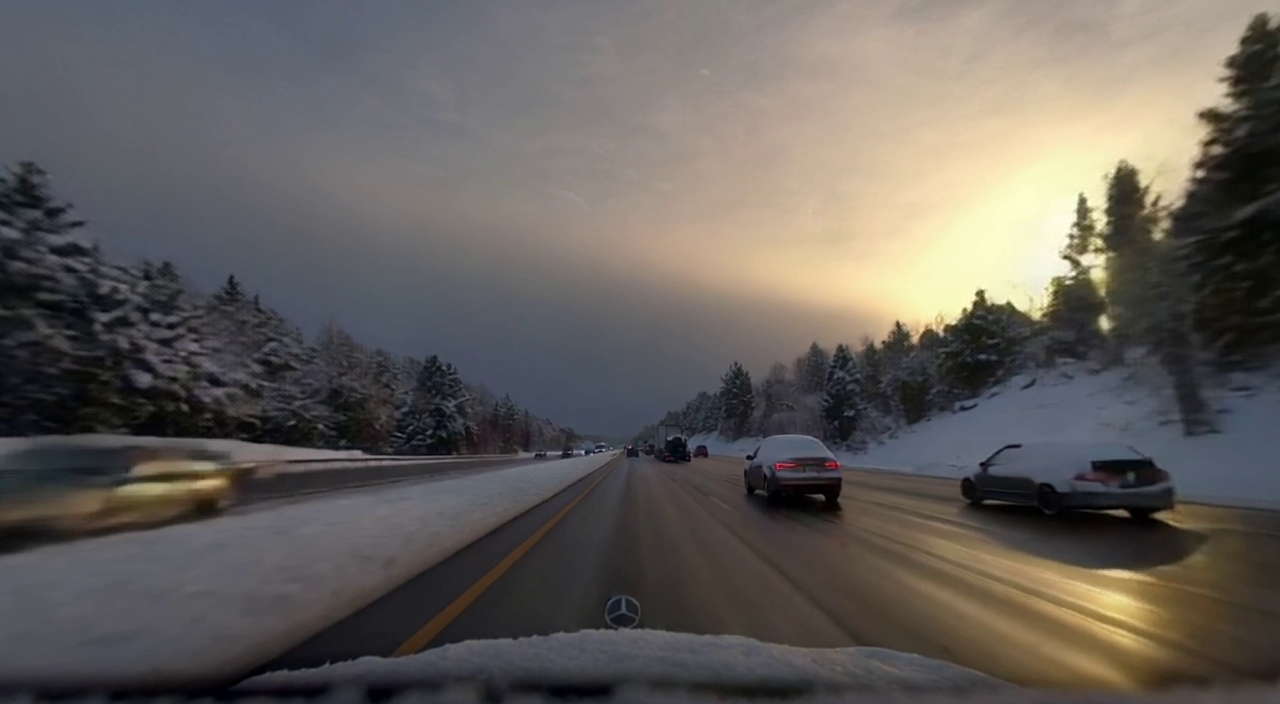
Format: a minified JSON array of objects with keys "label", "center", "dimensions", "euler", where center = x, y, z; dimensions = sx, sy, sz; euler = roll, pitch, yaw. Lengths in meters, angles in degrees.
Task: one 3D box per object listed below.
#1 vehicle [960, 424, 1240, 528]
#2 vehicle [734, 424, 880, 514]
[{"label":"vehicle","center":[8.527,2.337,12.406],"dimensions":[2.018,1.636,4.510],"euler":[0,-9,-1]},{"label":"vehicle","center":[3.664,2.685,14.886],"dimensions":[2.070,1.751,4.576],"euler":[0,-9,-1]}]
